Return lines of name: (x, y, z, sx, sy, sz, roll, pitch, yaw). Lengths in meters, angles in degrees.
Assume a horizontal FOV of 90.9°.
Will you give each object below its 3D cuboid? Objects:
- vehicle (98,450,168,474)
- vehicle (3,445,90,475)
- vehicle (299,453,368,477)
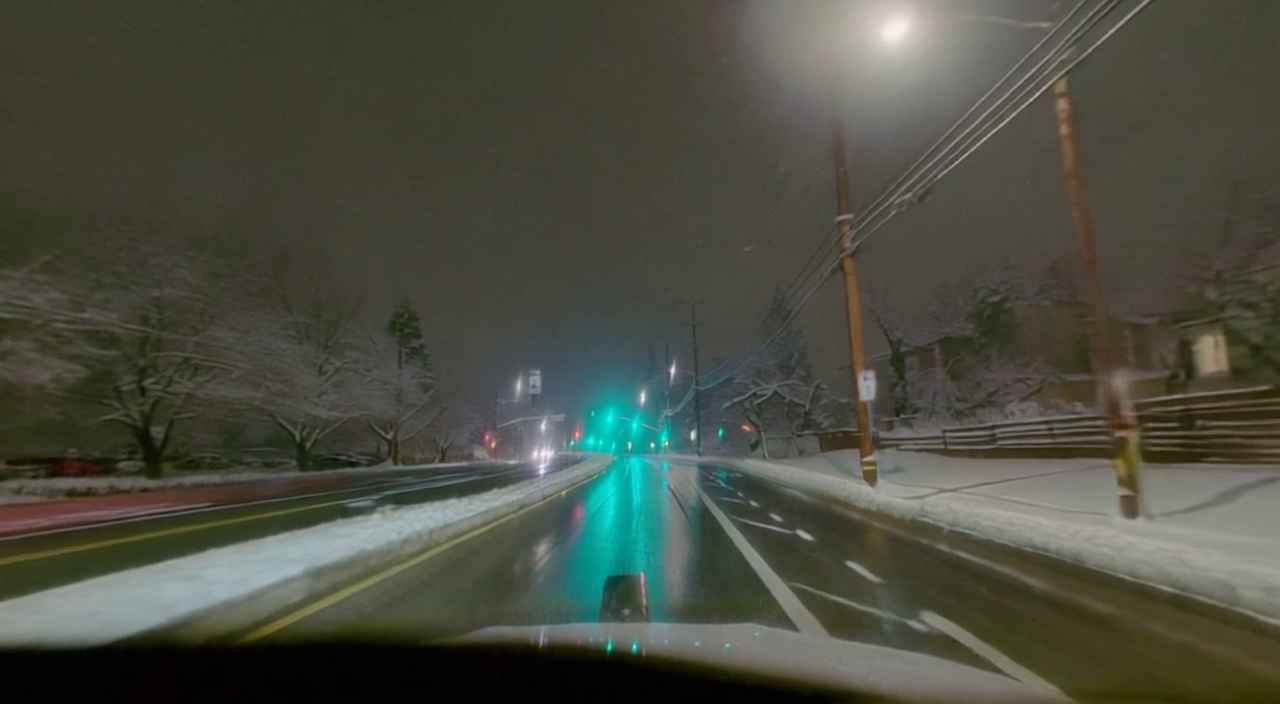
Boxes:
vehicle: (-34.867, 7.554, 43.465, 1.755, 1.572, 3.610, 0, -8, 1)
vehicle: (-39.881, 7.233, 42.453, 1.948, 1.790, 3.851, 0, -6, 4)
vehicle: (-21.325, 7.840, 44.099, 1.919, 1.497, 5.140, -1, -8, 4)
